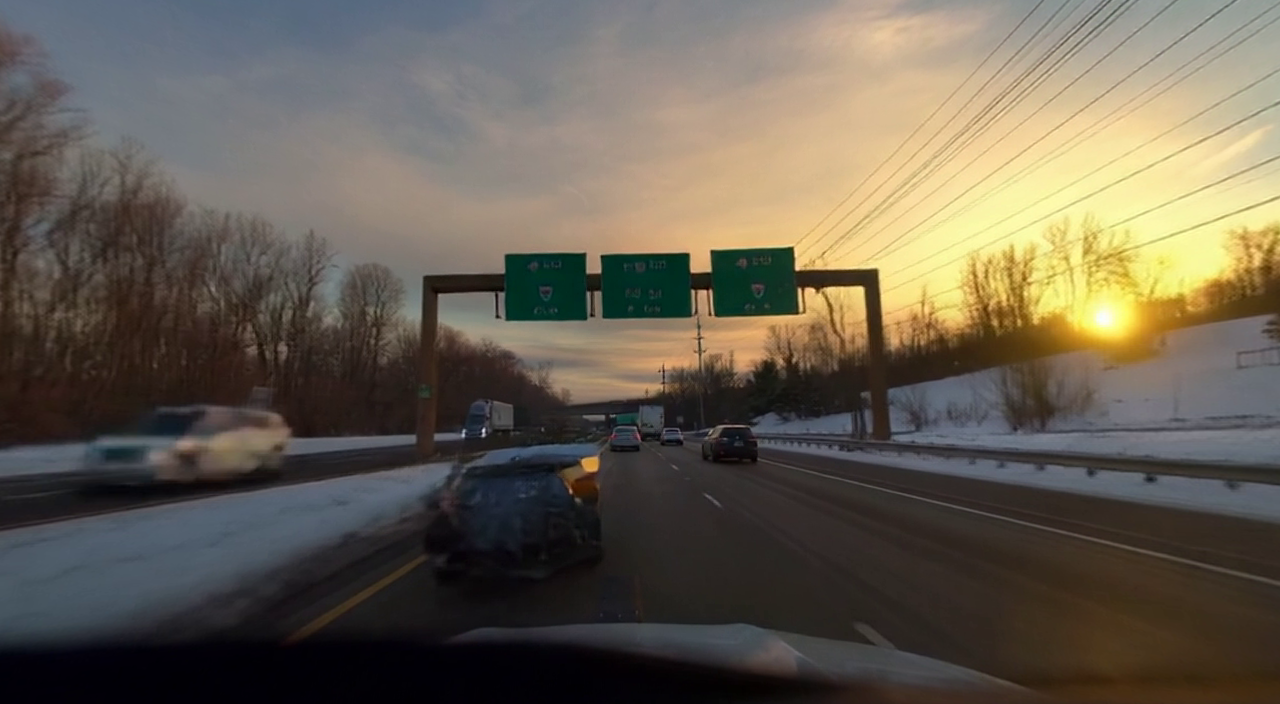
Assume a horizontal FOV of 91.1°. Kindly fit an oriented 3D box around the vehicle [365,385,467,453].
[{"bbox_3d":[-13.524,4.284,39.127,3.066,3.694,9.874,0,-8,-2],"label":"vehicle"}]

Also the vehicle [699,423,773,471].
[{"bbox_3d":[3.421,3.470,23.148,2.062,1.581,3.914,0,-8,-1],"label":"vehicle"}]

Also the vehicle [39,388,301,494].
[{"bbox_3d":[-9.059,1.779,12.734,1.996,1.760,4.273,0,-8,-1],"label":"vehicle"}]

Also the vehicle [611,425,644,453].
[{"bbox_3d":[-0.794,5.546,40.109,2.019,1.642,3.790,0,-8,-1],"label":"vehicle"}]
